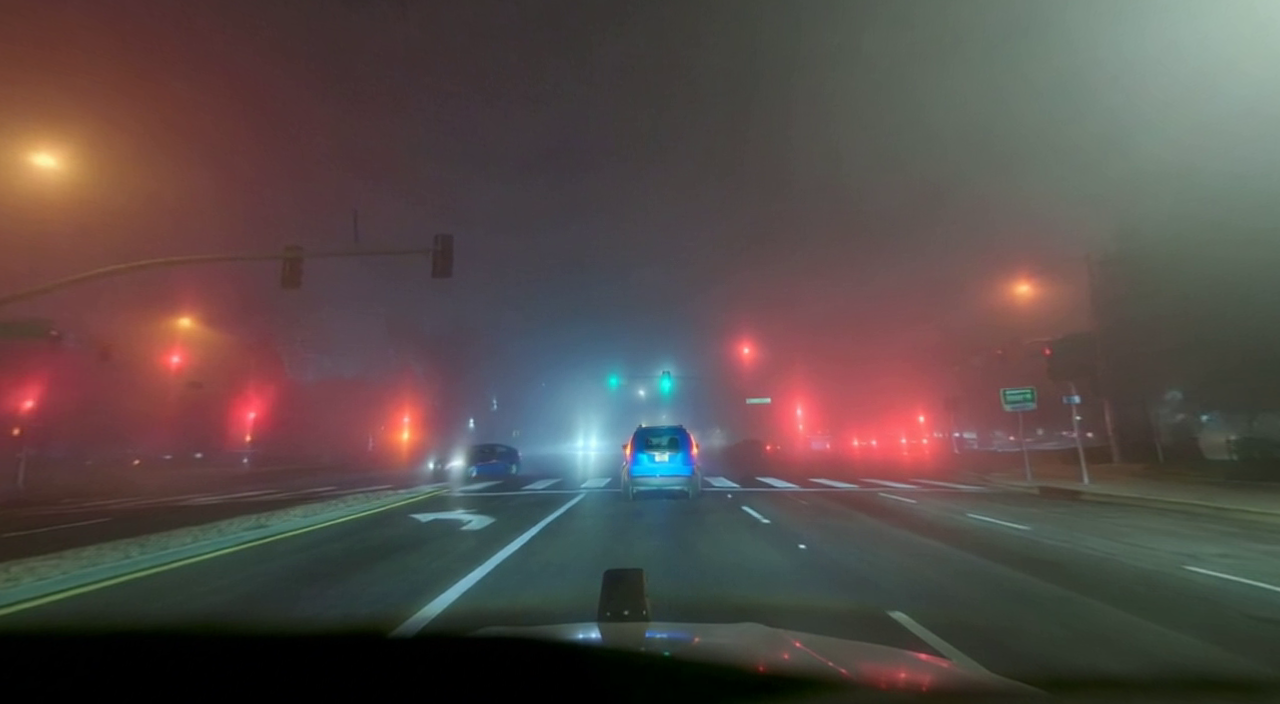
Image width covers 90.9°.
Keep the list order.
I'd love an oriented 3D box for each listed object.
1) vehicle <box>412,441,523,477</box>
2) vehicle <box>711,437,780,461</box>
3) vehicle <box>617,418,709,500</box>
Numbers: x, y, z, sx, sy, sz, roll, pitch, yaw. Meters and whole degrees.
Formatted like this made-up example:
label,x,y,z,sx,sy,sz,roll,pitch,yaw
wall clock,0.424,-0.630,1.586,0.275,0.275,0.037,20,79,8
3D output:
label,x,y,z,sx,sy,sz,roll,pitch,yaw
vehicle,-7.801,4.848,28.974,2.013,1.486,4.705,-6,-10,34
vehicle,6.597,6.079,39.639,3.963,1.480,1.774,1,-8,-7
vehicle,0.526,2.646,15.915,1.994,1.759,4.186,0,-8,1
